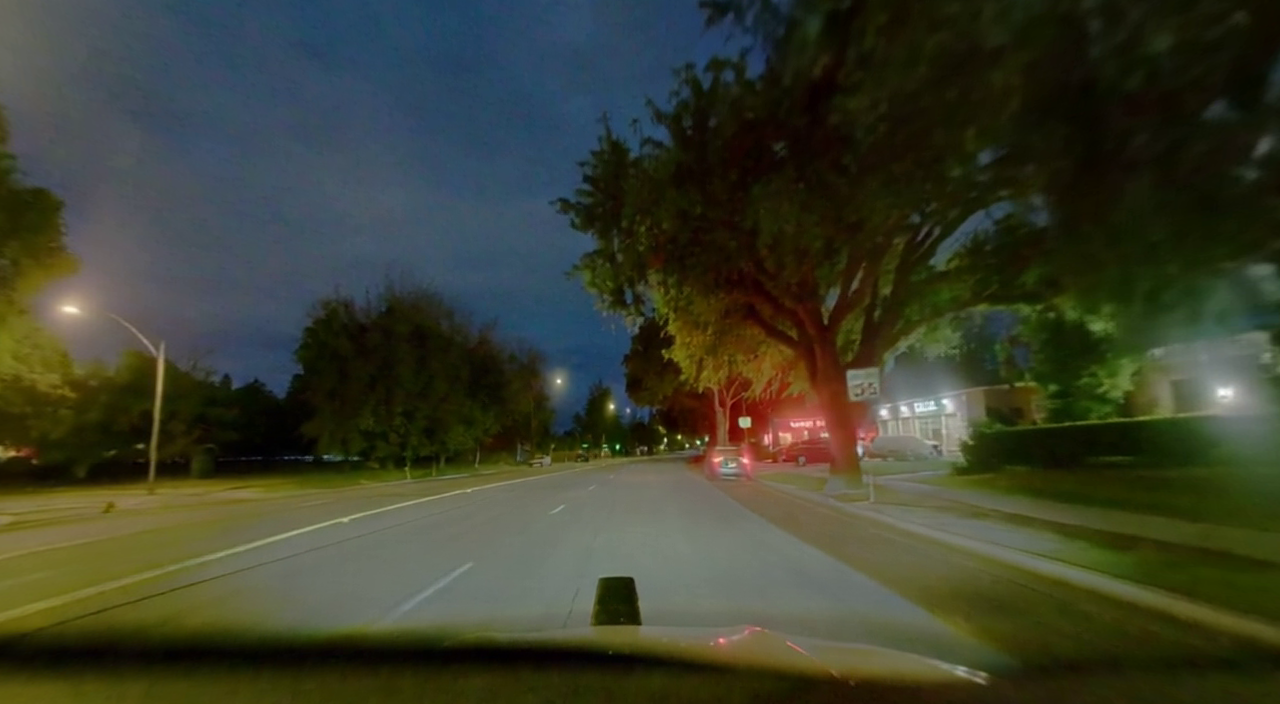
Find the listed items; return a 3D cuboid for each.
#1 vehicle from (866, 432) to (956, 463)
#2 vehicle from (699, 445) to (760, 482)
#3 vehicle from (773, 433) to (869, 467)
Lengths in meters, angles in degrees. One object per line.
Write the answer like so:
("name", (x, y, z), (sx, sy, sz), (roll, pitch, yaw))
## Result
("vehicle", (15.578, 5.498, 36.527), (4.290, 1.717, 2.013), (-1, -9, 7))
("vehicle", (3.948, 4.990, 28.675), (2.080, 1.503, 4.821), (0, -9, 1))
("vehicle", (11.322, 6.164, 39.803), (5.369, 1.860, 2.163), (-3, -9, 5))
